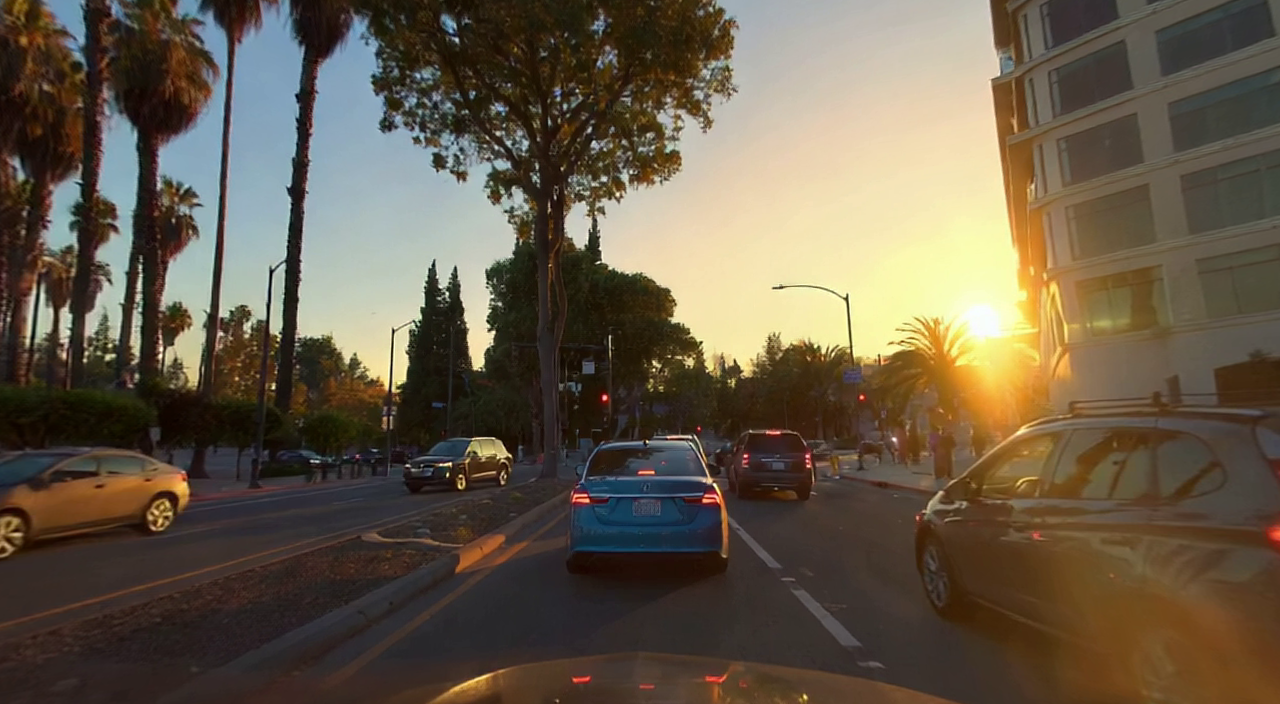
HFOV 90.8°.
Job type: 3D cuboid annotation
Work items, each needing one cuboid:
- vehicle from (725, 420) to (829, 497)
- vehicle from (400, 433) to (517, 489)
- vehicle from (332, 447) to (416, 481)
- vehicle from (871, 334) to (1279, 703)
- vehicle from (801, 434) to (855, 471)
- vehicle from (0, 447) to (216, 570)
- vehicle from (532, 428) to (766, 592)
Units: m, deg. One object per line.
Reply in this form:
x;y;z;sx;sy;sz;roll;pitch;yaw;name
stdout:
3.743;3.025;18.262;2.226;1.897;4.765;-1;-8;4;vehicle
-6.062;3.693;21.749;2.053;1.693;4.198;-2;-9;13;vehicle
-13.198;5.556;31.700;1.965;1.507;4.725;-1;-8;3;vehicle
3.277;1.078;4.037;2.003;1.733;4.319;0;-8;1;vehicle
9.620;5.177;32.717;2.093;1.725;4.638;-2;-9;10;vehicle
-8.885;2.139;9.081;2.104;1.492;4.693;-1;-8;4;vehicle
0.130;1.715;7.712;2.088;1.452;3.993;-1;-8;2;vehicle
